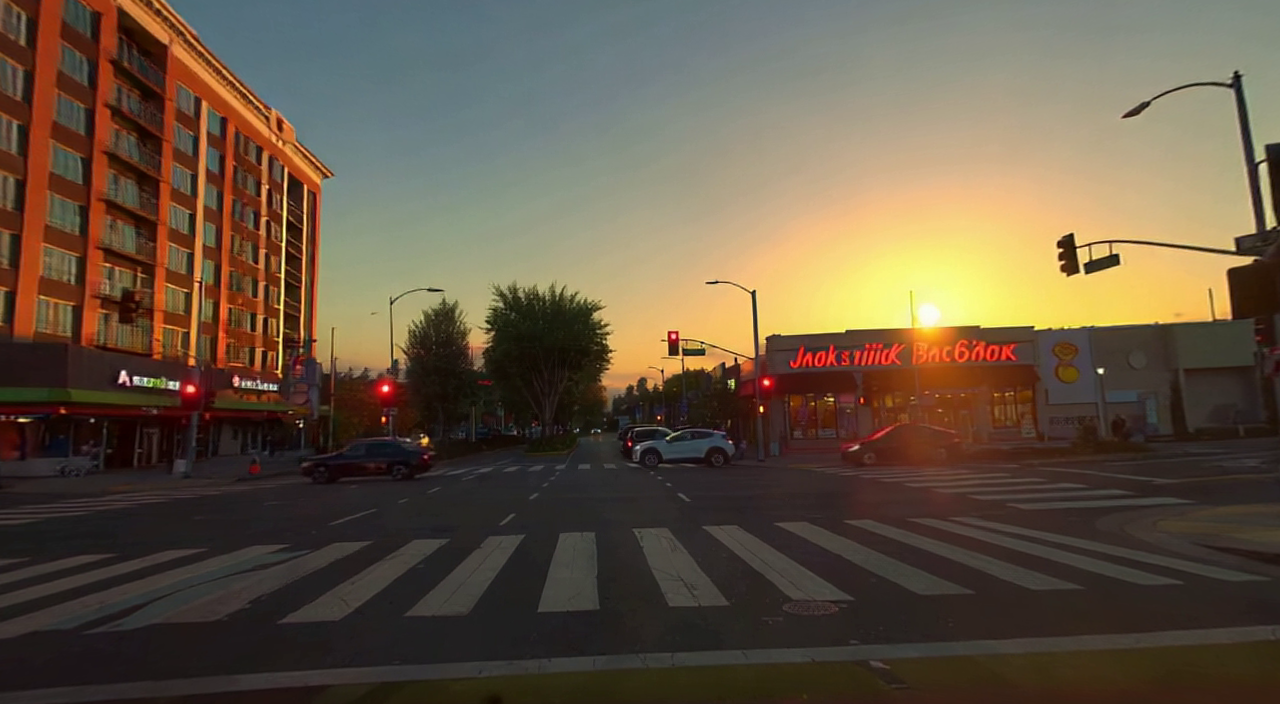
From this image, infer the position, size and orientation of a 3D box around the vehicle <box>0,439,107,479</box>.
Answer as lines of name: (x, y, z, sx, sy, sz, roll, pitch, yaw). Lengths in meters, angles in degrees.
vehicle: (-31.562, 5.630, 33.532, 2.205, 1.903, 5.877, 1, -9, -10)

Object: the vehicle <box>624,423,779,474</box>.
vehicle: (1.916, 3.105, 20.417, 4.612, 1.521, 1.811, 1, -9, -10)

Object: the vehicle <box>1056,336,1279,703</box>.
vehicle: (3.016, 0.606, 0.869, 1.866, 1.654, 4.354, 0, -8, 0)

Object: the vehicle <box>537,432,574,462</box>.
vehicle: (-5.111, 5.801, 38.615, 1.976, 1.683, 4.117, 0, -8, -4)

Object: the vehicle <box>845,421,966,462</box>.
vehicle: (11.554, 3.902, 27.629, 4.513, 1.682, 1.810, 1, -9, -8)

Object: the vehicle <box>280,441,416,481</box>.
vehicle: (-11.300, 4.233, 24.715, 4.475, 1.458, 1.681, 1, -9, -8)

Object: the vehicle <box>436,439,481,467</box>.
vehicle: (-10.895, 6.098, 38.206, 1.885, 1.545, 4.124, 1, -8, -6)

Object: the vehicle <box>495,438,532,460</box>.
vehicle: (-8.621, 6.670, 43.530, 1.906, 1.402, 4.904, 0, -8, -5)
